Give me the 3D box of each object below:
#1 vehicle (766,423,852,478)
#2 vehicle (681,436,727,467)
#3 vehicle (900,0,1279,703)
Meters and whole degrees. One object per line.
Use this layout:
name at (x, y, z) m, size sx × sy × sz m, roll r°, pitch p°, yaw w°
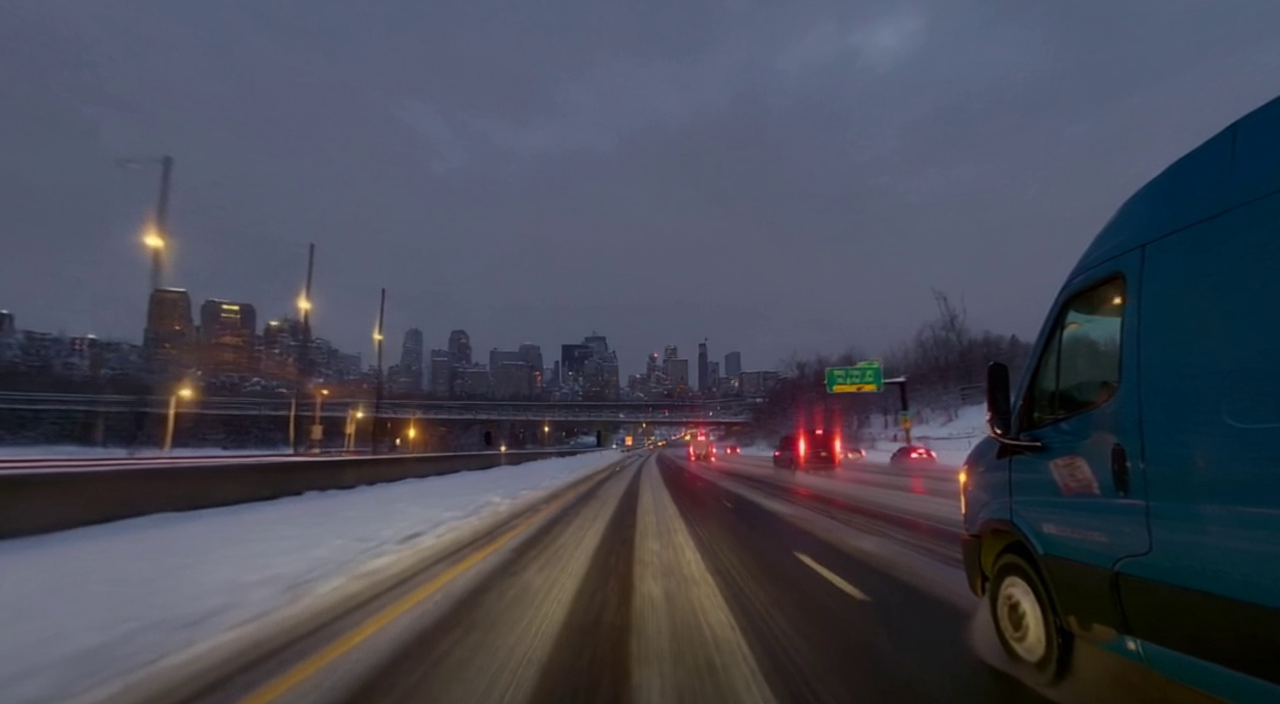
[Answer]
vehicle at (7.390, 4.404, 28.313) m, size 2.301 × 2.203 × 5.419 m, roll 0°, pitch -8°, yaw 0°
vehicle at (4.213, 6.666, 42.438) m, size 2.464 × 1.961 × 5.520 m, roll 0°, pitch -8°, yaw -1°
vehicle at (3.210, 0.131, 1.140) m, size 2.436 × 2.745 × 7.034 m, roll 0°, pitch -8°, yaw 0°
